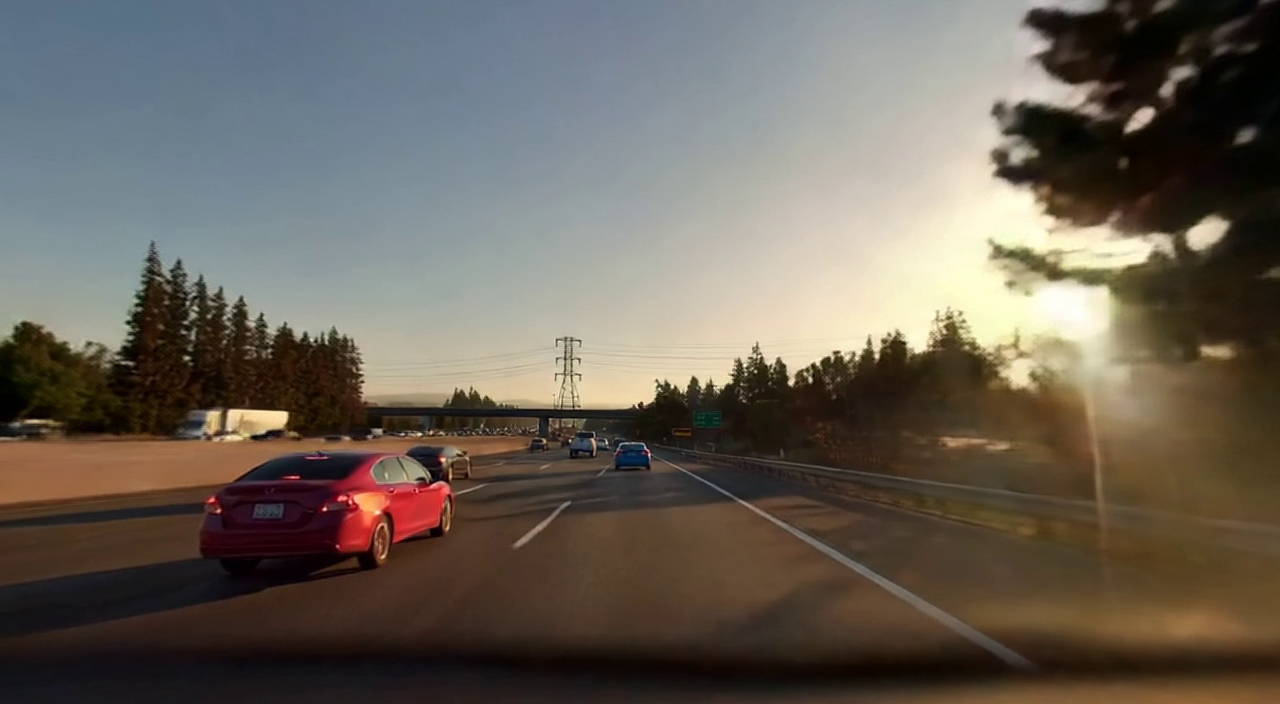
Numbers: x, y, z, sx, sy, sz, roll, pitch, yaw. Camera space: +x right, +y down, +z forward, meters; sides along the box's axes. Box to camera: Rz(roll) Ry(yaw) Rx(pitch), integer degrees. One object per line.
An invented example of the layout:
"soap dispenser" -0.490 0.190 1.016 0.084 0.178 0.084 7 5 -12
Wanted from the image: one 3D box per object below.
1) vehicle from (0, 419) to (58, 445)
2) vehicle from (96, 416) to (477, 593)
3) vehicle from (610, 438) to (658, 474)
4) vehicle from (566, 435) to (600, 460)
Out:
"vehicle" -38.047 4.828 37.816 1.754 1.494 4.634 0 -8 -4
"vehicle" -3.686 1.662 7.819 2.035 1.514 4.600 0 -8 0
"vehicle" -0.276 4.492 27.374 1.954 1.460 3.983 0 -8 -1
"vehicle" -4.131 7.066 46.489 2.174 1.806 3.932 0 -8 0
